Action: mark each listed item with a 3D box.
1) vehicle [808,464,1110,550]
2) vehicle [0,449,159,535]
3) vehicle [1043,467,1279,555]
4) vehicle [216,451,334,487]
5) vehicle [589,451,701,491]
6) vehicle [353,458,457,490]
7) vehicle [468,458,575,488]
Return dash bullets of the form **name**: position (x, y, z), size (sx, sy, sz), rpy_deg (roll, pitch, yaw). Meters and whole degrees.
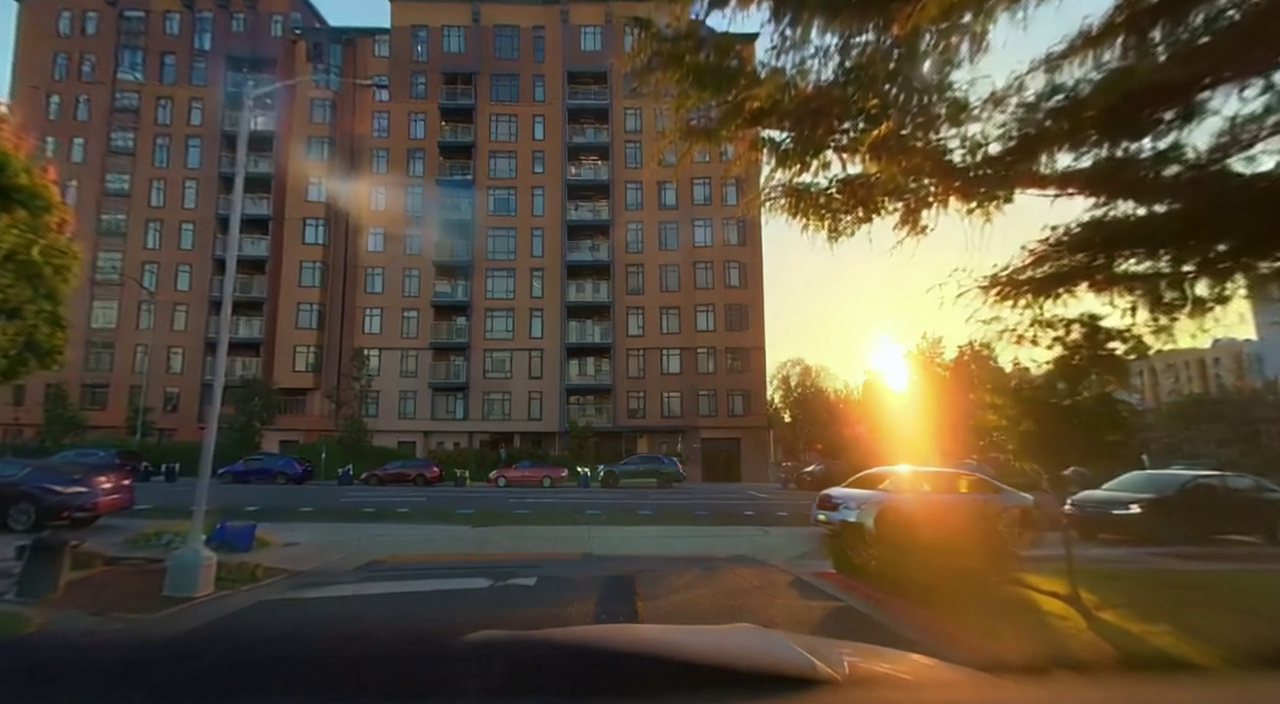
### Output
- **vehicle**: position (5.896, 2.920, 12.222), size (4.714, 1.471, 1.978), rpy_deg (0, -10, 2)
- **vehicle**: position (-12.430, 2.674, 12.344), size (4.359, 1.519, 1.964), rpy_deg (0, -9, -1)
- **vehicle**: position (10.644, 3.004, 12.260), size (4.163, 1.500, 2.076), rpy_deg (0, -10, 0)
- **vehicle**: position (-17.437, 5.590, 30.376), size (4.426, 1.641, 1.889), rpy_deg (1, -10, -4)
- **vehicle**: position (0.168, 5.802, 30.809), size (5.299, 1.860, 2.098), rpy_deg (1, -10, -4)
- **vehicle**: position (-11.301, 5.886, 30.587), size (4.336, 1.438, 1.776), rpy_deg (1, -9, -3)
- **vehicle**: position (-5.680, 5.897, 30.723), size (4.851, 1.339, 1.785), rpy_deg (-1, -12, -2)
